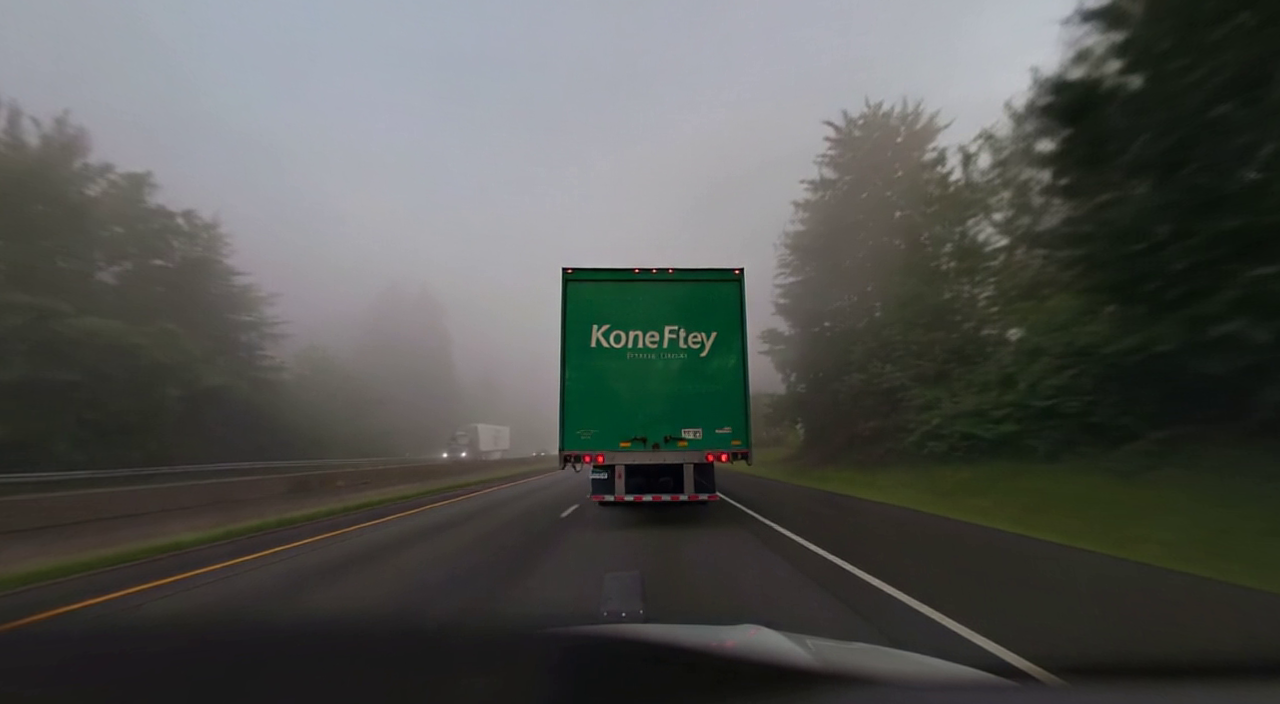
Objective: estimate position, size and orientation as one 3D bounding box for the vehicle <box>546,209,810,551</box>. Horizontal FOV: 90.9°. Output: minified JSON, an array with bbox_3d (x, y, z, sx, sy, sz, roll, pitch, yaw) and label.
[{"bbox_3d":[0.472,1.386,15.149,3.230,4.377,14.405,0,-9,0],"label":"vehicle"}]
